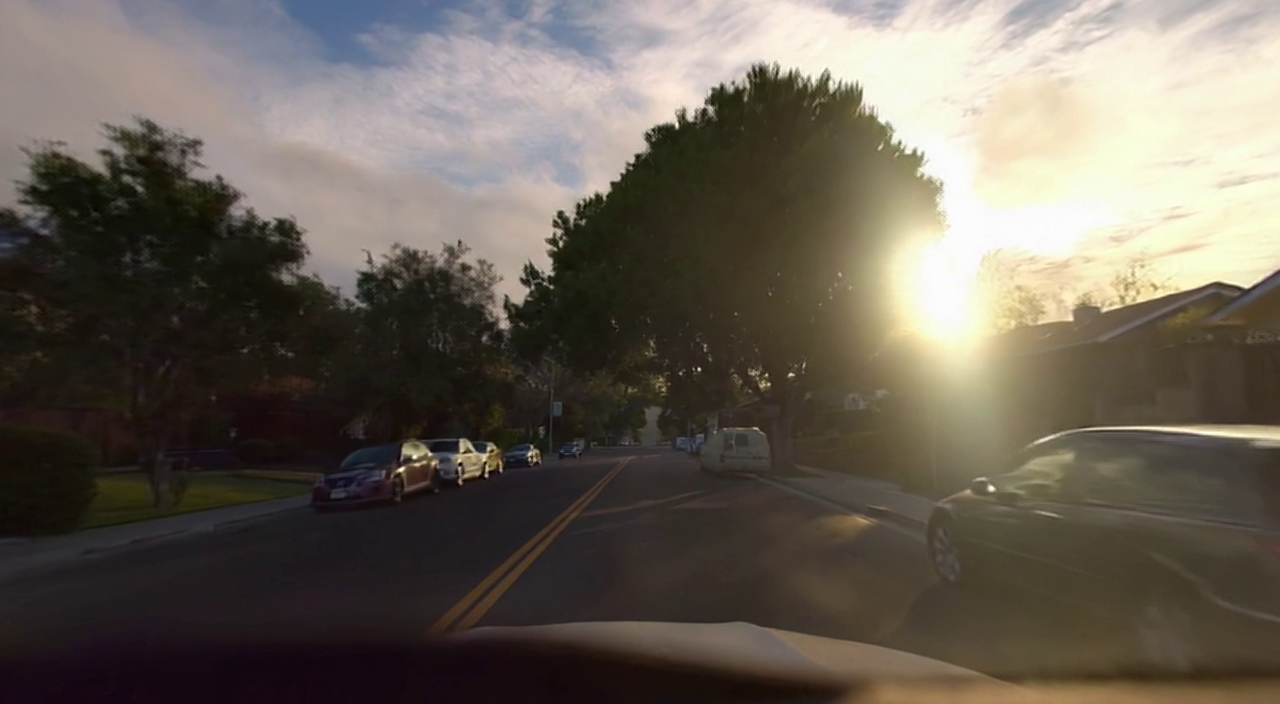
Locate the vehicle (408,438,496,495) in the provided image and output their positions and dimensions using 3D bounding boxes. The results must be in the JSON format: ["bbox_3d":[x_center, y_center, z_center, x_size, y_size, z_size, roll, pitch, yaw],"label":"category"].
[{"bbox_3d":[-5.856,3.538,19.956,1.758,1.519,3.396,-3,-8,0],"label":"vehicle"}]

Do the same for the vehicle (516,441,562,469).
[{"bbox_3d":[-5.600,5.723,35.267,1.921,1.470,4.068,0,-8,-1],"label":"vehicle"}]

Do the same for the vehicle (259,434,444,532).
[{"bbox_3d":[-5.972,2.684,13.775,1.901,1.472,4.676,-3,-5,0],"label":"vehicle"}]

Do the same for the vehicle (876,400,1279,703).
[{"bbox_3d":[3.219,1.133,3.845,1.916,1.484,4.638,-1,-8,2],"label":"vehicle"}]

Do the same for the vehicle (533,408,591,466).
[{"bbox_3d":[-5.270,5.944,44.058,2.896,3.648,8.004,-1,-8,1],"label":"vehicle"}]

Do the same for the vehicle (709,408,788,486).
[{"bbox_3d":[3.837,3.451,23.158,2.215,2.542,4.550,-1,-8,2],"label":"vehicle"}]
